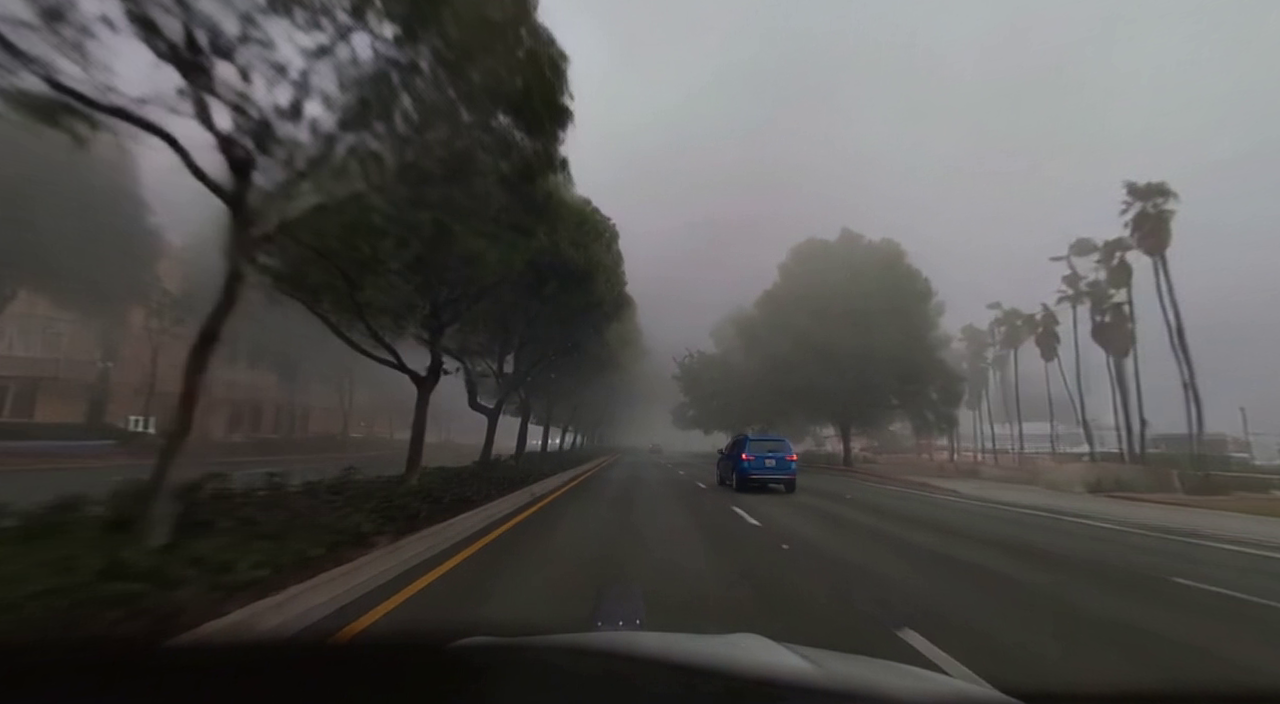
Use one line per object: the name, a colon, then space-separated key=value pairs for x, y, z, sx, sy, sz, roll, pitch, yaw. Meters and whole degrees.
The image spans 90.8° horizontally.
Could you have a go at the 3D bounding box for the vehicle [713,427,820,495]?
vehicle: x=3.434 y=3.055 z=18.010 sx=2.072 sy=1.696 sz=4.177 roll=0 pitch=-8 yaw=-2
